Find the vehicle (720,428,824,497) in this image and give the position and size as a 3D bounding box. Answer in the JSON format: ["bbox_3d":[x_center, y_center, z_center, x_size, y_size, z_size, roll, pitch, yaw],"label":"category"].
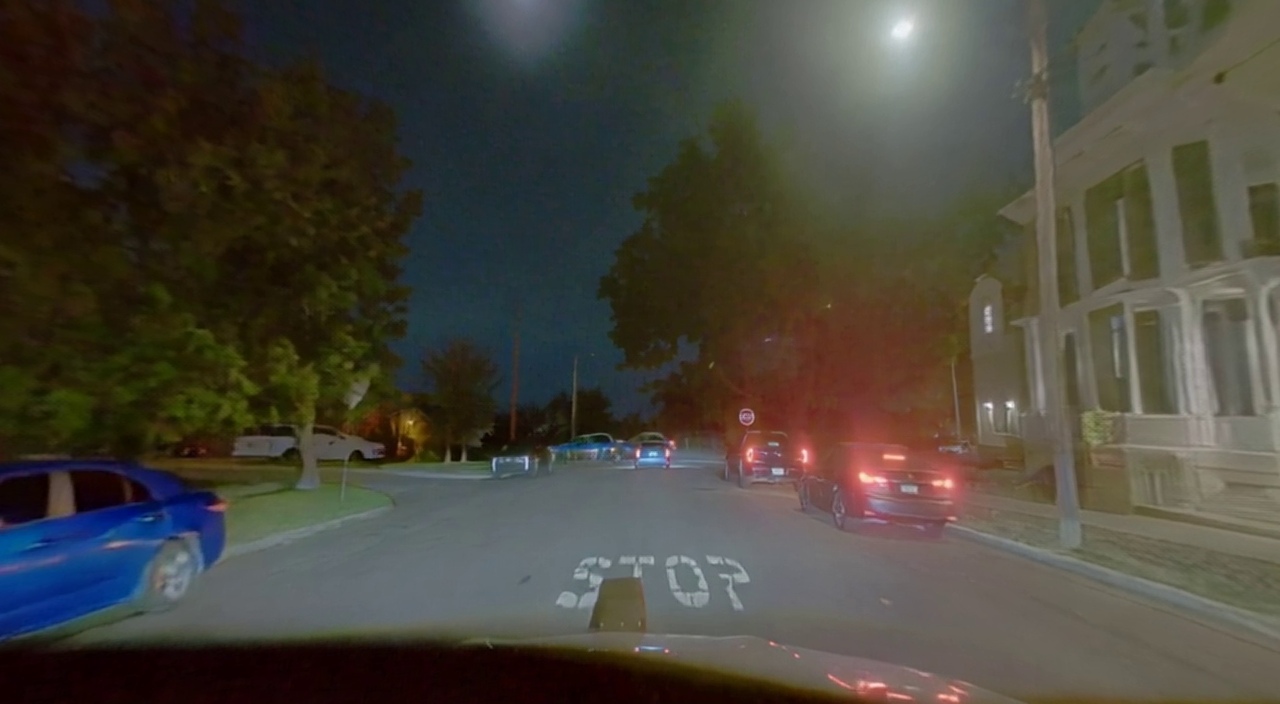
[{"bbox_3d":[3.822,3.261,19.035,2.144,1.751,4.472,2,-8,0],"label":"vehicle"}]

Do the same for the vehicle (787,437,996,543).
[{"bbox_3d":[4.092,2.295,11.140,1.876,1.477,4.324,0,-9,0],"label":"vehicle"}]

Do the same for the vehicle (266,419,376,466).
[{"bbox_3d":[-15.359,4.443,30.719,2.320,2.030,5.730,0,-9,0],"label":"vehicle"}]

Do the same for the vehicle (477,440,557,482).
[{"bbox_3d":[-4.648,4.201,24.453,1.999,1.441,4.628,-1,-9,3],"label":"vehicle"}]

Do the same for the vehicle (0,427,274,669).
[{"bbox_3d":[-4.931,1.295,4.385,1.909,1.492,4.615,0,-9,1],"label":"vehicle"}]

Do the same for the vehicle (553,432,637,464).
[{"bbox_3d":[-3.178,6.553,42.838,2.337,2.039,6.413,7,-11,-40],"label":"vehicle"}]

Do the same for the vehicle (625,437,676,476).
[{"bbox_3d":[0.420,4.447,26.894,2.010,1.499,4.107,0,-9,0],"label":"vehicle"}]
